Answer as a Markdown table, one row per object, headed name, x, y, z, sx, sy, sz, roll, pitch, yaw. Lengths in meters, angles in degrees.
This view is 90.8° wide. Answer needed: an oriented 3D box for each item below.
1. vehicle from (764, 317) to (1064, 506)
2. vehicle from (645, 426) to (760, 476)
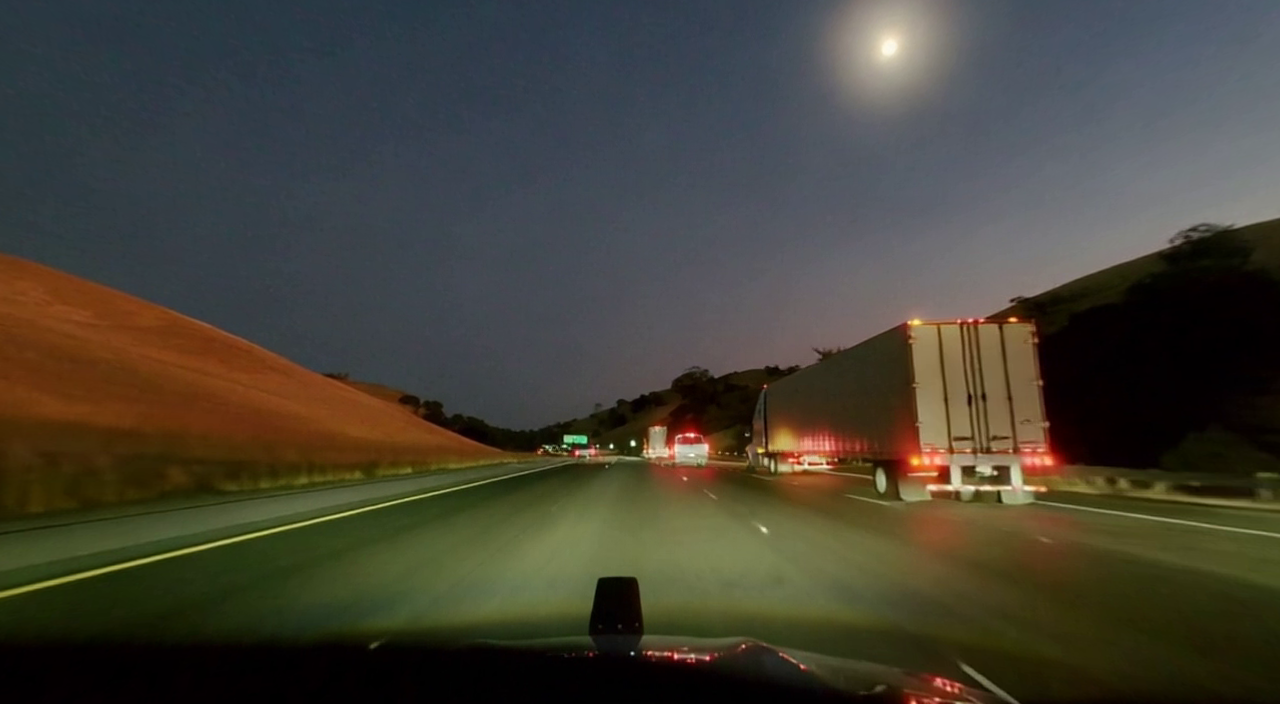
| name | x | y | z | sx | sy | sz | roll | pitch | yaw |
| --- | --- | --- | --- | --- | --- | --- | --- | --- | --- |
| vehicle | 7.611 | 2.515 | 22.113 | 2.935 | 4.187 | 16.357 | 0 | -9 | -1 |
| vehicle | 2.868 | 4.703 | 30.088 | 5.075 | 2.277 | 2.365 | 0 | -9 | -4 |
